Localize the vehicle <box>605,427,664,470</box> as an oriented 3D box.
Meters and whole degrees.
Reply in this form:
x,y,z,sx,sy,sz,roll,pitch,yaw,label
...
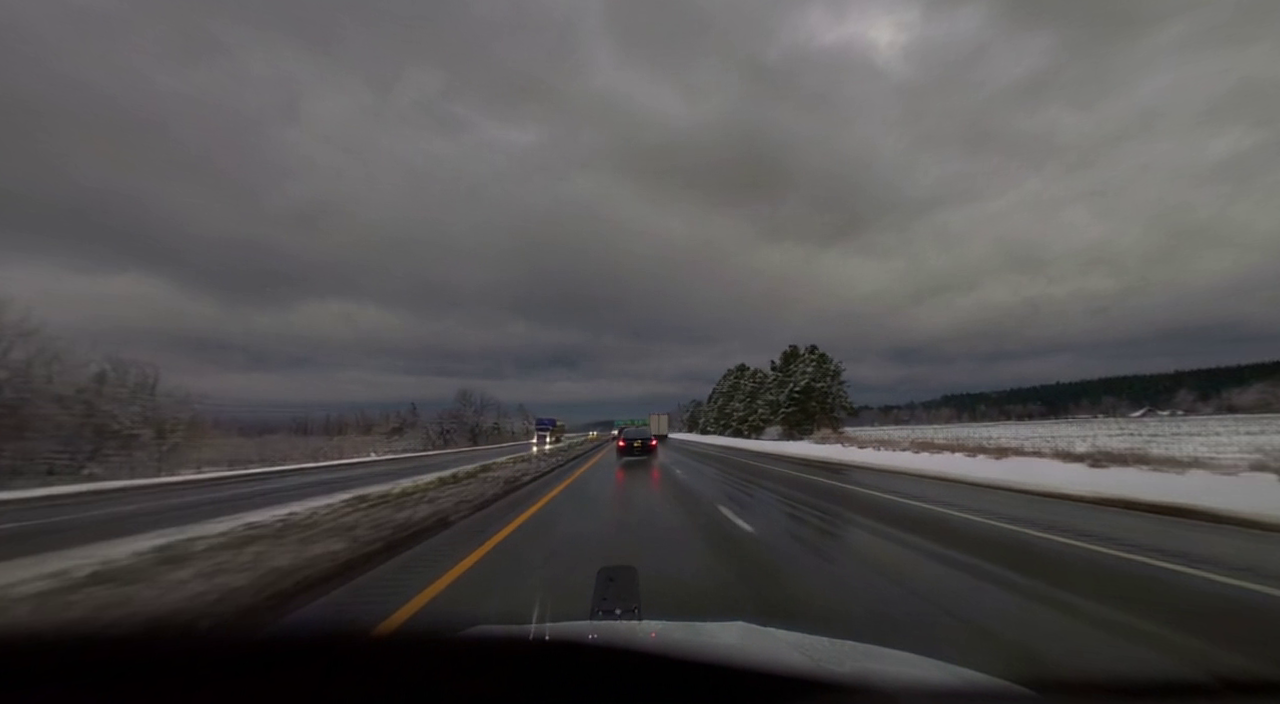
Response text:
x,y,z,sx,sy,sz,roll,pitch,yaw,label
-0.238,3.925,25.861,2.216,1.623,4.220,0,-8,-1,vehicle
